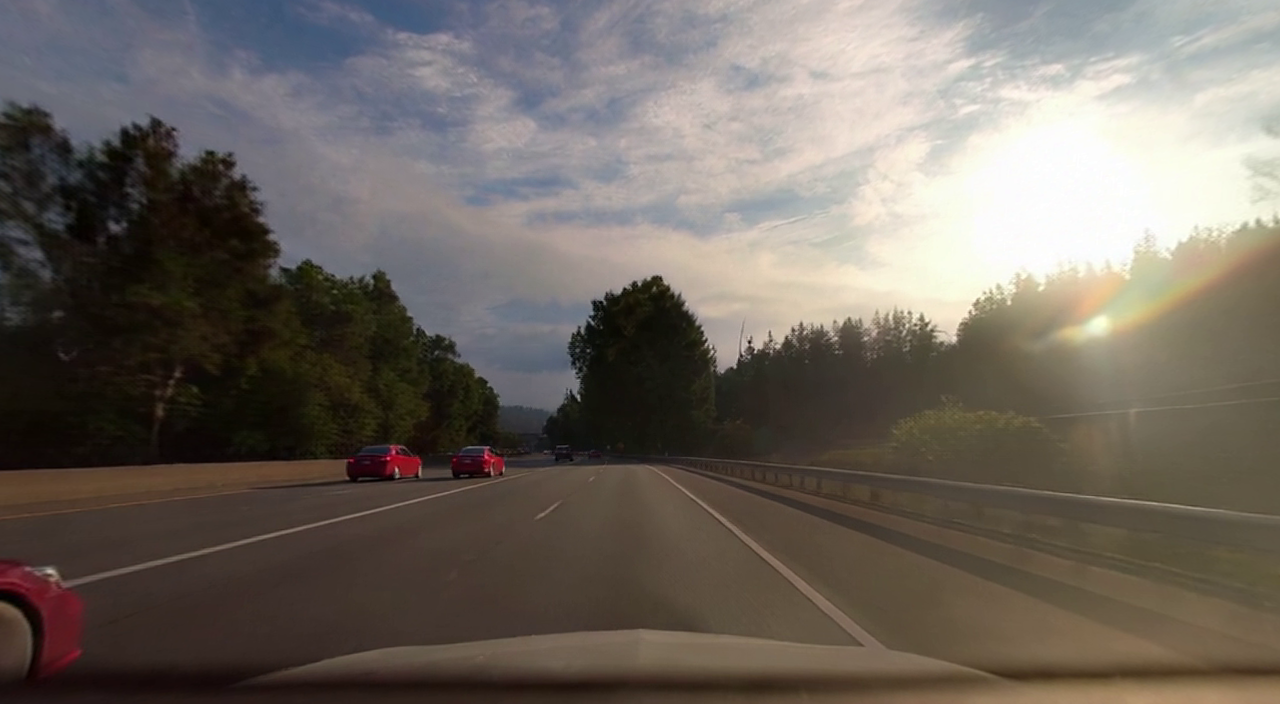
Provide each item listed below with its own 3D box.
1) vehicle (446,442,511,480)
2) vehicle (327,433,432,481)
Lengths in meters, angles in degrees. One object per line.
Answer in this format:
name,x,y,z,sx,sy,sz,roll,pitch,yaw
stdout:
vehicle,-7.648,5.201,30.257,2.060,1.680,4.255,0,-9,-1
vehicle,-11.623,4.755,28.667,2.425,1.926,5.584,0,-9,-1
